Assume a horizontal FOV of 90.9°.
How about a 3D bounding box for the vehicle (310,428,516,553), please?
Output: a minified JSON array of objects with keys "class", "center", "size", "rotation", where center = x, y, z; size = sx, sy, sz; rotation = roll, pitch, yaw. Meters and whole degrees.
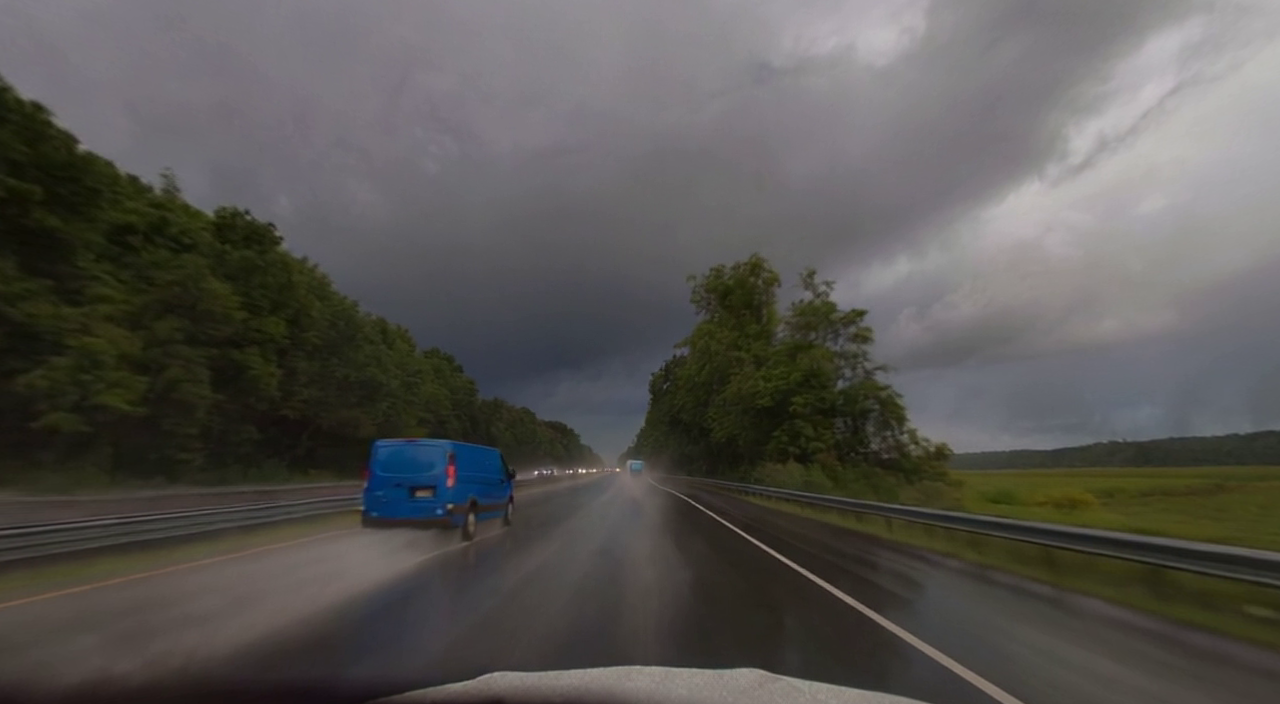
[{"class":"vehicle","center":[-3.890,2.524,11.886],"size":[2.100,1.824,4.634],"rotation":[1,-11,0]}]
